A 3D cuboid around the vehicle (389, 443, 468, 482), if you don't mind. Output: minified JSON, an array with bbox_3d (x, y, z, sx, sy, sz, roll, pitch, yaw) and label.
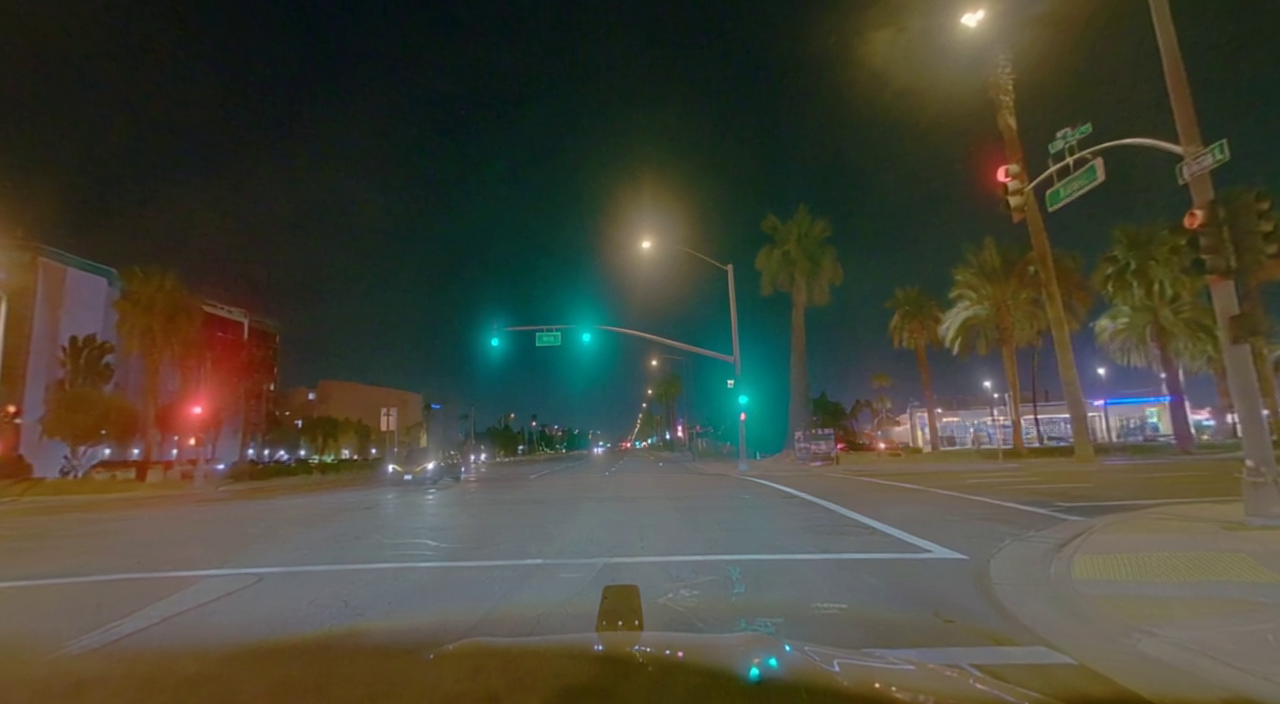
[{"bbox_3d":[-10.732,5.606,32.361,2.270,1.833,4.860,0,-9,1],"label":"vehicle"}]
